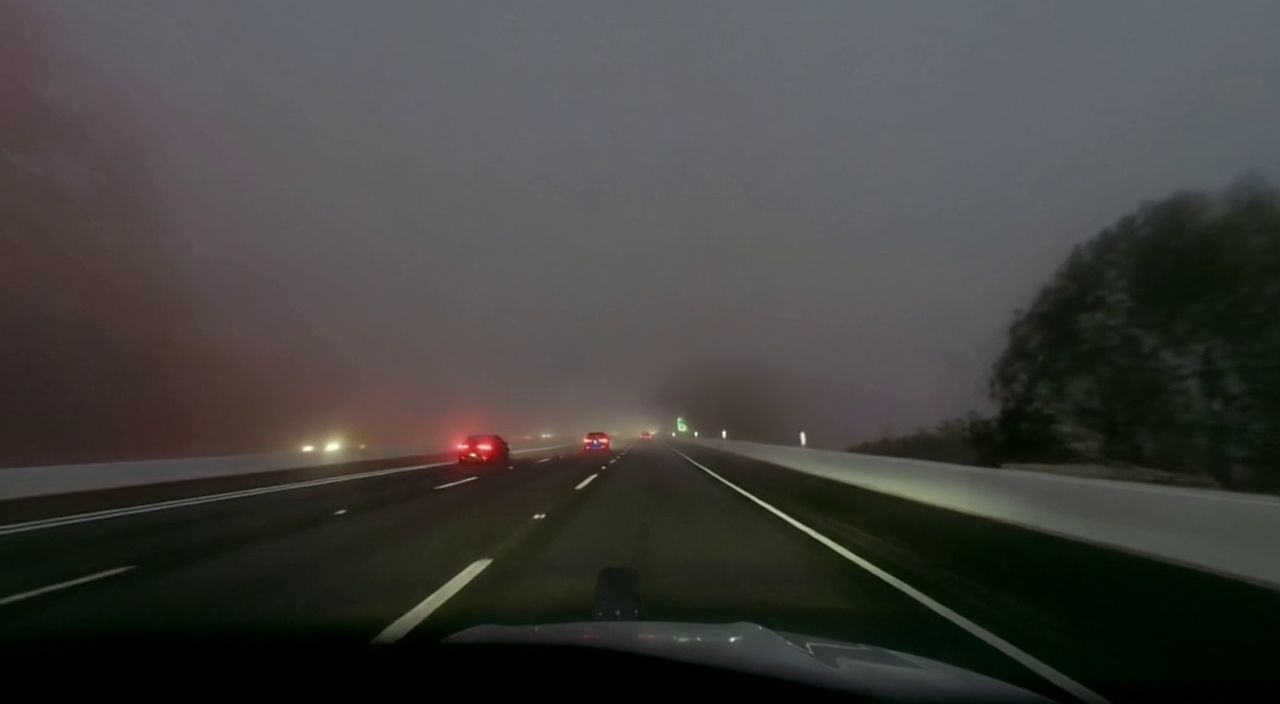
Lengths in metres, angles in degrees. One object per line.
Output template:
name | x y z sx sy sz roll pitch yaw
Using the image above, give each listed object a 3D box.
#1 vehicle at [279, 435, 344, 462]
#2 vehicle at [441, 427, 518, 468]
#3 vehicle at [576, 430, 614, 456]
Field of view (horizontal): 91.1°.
vehicle | -23.774 6.969 45.725 2.071 1.800 4.743 0 -8 1
vehicle | -6.882 4.127 27.499 2.113 1.632 4.409 0 -8 1
vehicle | -2.888 5.977 41.356 2.064 1.571 4.225 0 -8 1
